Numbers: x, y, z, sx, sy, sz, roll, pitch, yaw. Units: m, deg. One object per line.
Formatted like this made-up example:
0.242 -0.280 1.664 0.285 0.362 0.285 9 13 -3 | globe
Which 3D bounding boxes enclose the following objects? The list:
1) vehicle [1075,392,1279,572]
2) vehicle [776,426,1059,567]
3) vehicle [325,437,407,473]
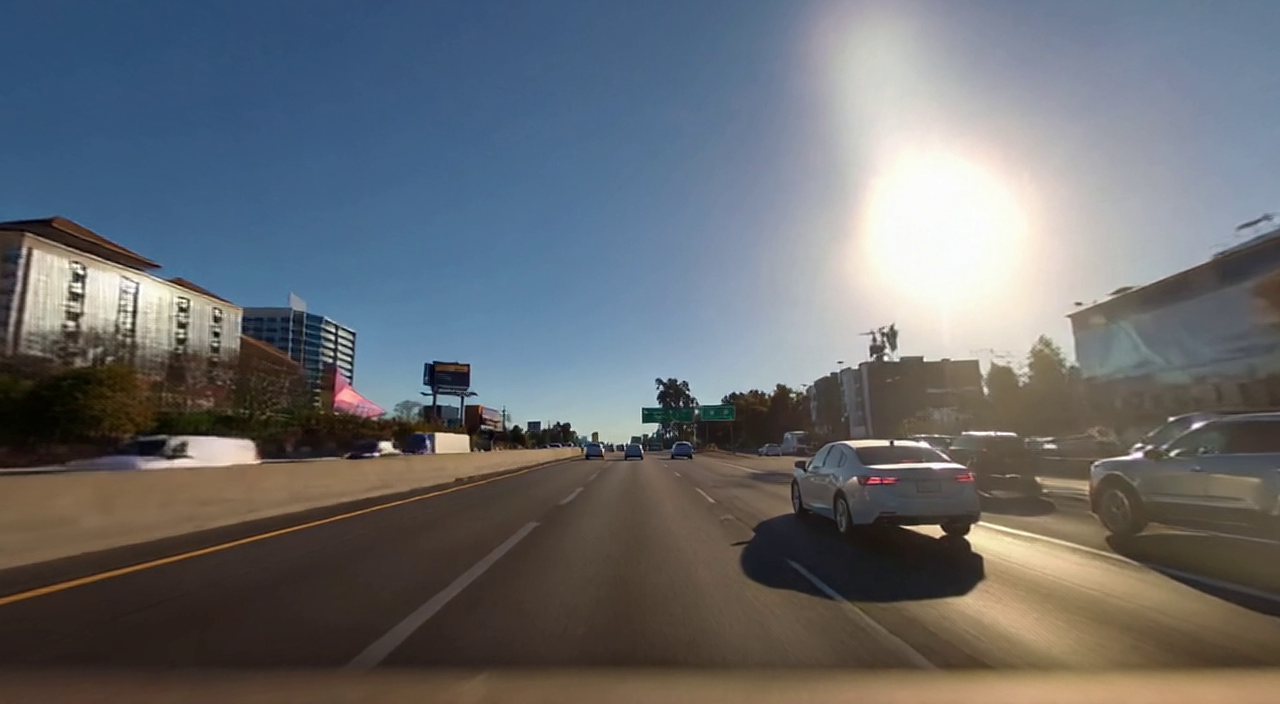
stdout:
7.557 1.380 6.823 2.176 1.793 4.841 0 -9 -1 | vehicle
3.511 1.914 9.181 1.987 1.509 4.512 0 -9 -1 | vehicle
-15.148 5.731 35.299 2.290 1.858 4.978 0 -9 1 | vehicle
